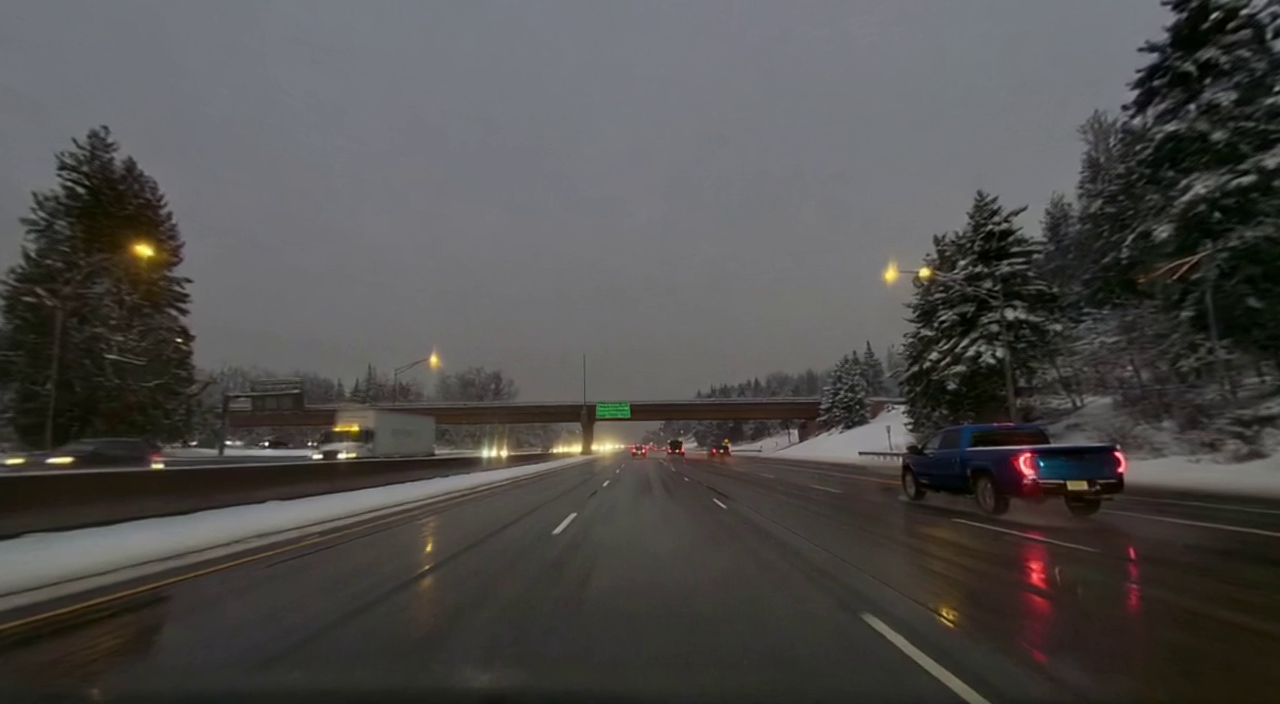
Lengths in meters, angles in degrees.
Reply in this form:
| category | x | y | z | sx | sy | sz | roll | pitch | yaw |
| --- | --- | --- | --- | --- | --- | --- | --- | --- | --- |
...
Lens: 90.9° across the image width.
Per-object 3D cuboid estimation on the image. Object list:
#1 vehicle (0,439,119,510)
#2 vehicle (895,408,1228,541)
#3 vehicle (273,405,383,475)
| category | x | y | z | sx | sy | sz | roll | pitch | yaw |
| --- | --- | --- | --- | --- | --- | --- | --- | --- | --- |
| vehicle | -15.120 | 2.835 | 14.730 | 1.960 | 1.556 | 4.546 | 0 | -8 | 1 |
| vehicle | 7.140 | 2.159 | 11.898 | 2.182 | 1.852 | 5.926 | 0 | -8 | 0 |
| vehicle | -17.969 | 5.166 | 36.896 | 3.019 | 3.687 | 6.460 | 0 | -8 | 0 |
